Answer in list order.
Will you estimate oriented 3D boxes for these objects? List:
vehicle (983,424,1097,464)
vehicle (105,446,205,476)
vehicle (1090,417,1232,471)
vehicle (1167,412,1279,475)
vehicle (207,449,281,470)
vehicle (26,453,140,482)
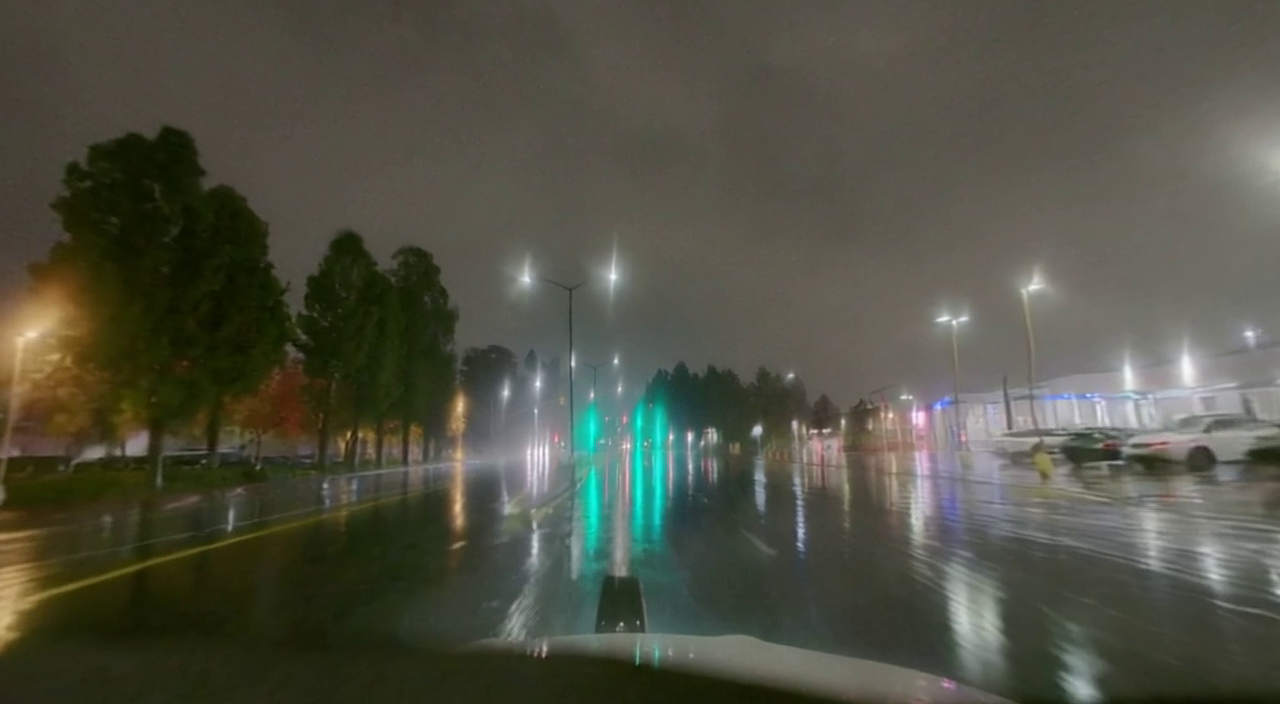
[{"bbox_3d":[17.654,4.072,27.896,4.638,1.648,1.887,4,-9,-24],"label":"vehicle"},{"bbox_3d":[-30.182,6.777,39.428,4.528,1.695,1.945,-1,-9,-4],"label":"vehicle"},{"bbox_3d":[17.556,3.100,21.262,4.511,1.644,2.066,5,-10,-30],"label":"vehicle"},{"bbox_3d":[17.928,2.693,18.618,4.095,1.657,2.177,4,-10,-29],"label":"vehicle"},{"bbox_3d":[-29.957,8.130,47.853,4.293,1.524,1.850,0,-9,1],"label":"vehicle"},{"bbox_3d":[-30.269,6.271,34.419,4.401,1.460,1.825,0,-9,-1],"label":"vehicle"}]
